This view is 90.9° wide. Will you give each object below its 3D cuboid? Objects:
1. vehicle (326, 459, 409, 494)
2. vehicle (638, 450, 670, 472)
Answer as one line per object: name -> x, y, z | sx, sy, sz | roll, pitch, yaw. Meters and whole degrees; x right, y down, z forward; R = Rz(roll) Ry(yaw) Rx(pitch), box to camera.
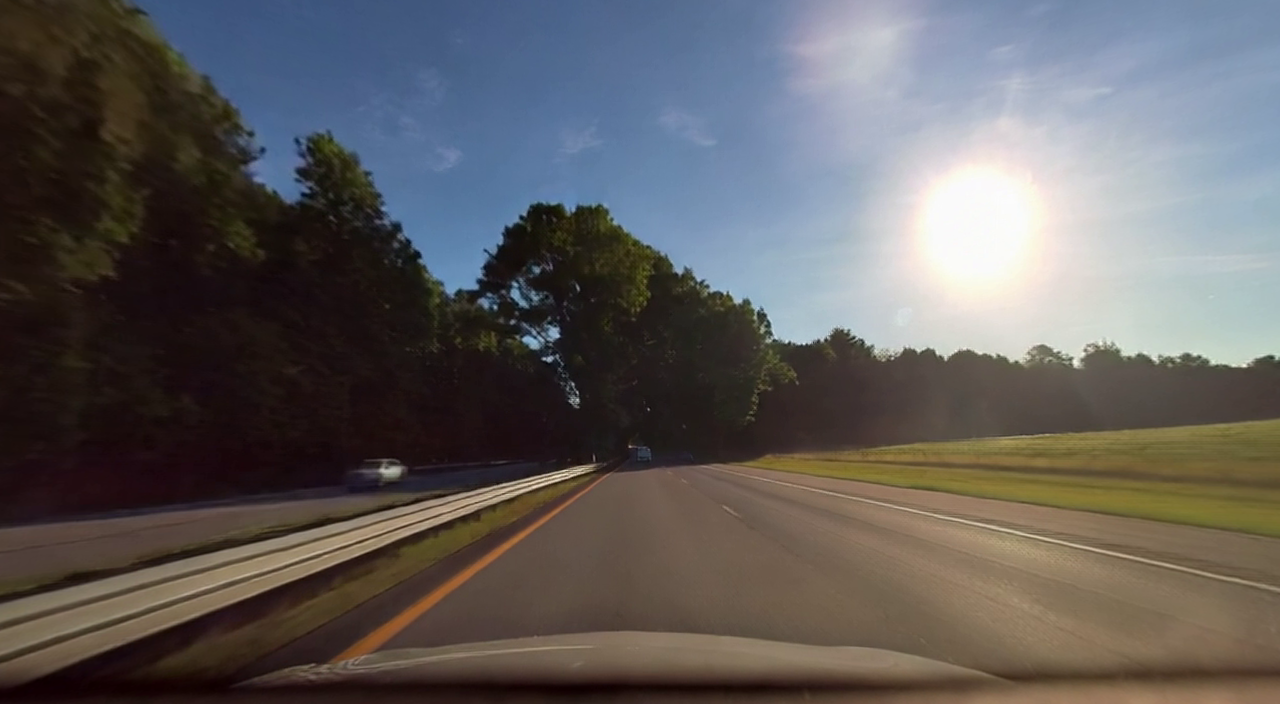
vehicle -> -12.511, 5.721, 29.260 | 1.873, 1.452, 4.361 | 0, -9, 0
vehicle -> 0.954, 7.854, 45.450 | 2.162, 1.492, 3.975 | 0, -9, 0
